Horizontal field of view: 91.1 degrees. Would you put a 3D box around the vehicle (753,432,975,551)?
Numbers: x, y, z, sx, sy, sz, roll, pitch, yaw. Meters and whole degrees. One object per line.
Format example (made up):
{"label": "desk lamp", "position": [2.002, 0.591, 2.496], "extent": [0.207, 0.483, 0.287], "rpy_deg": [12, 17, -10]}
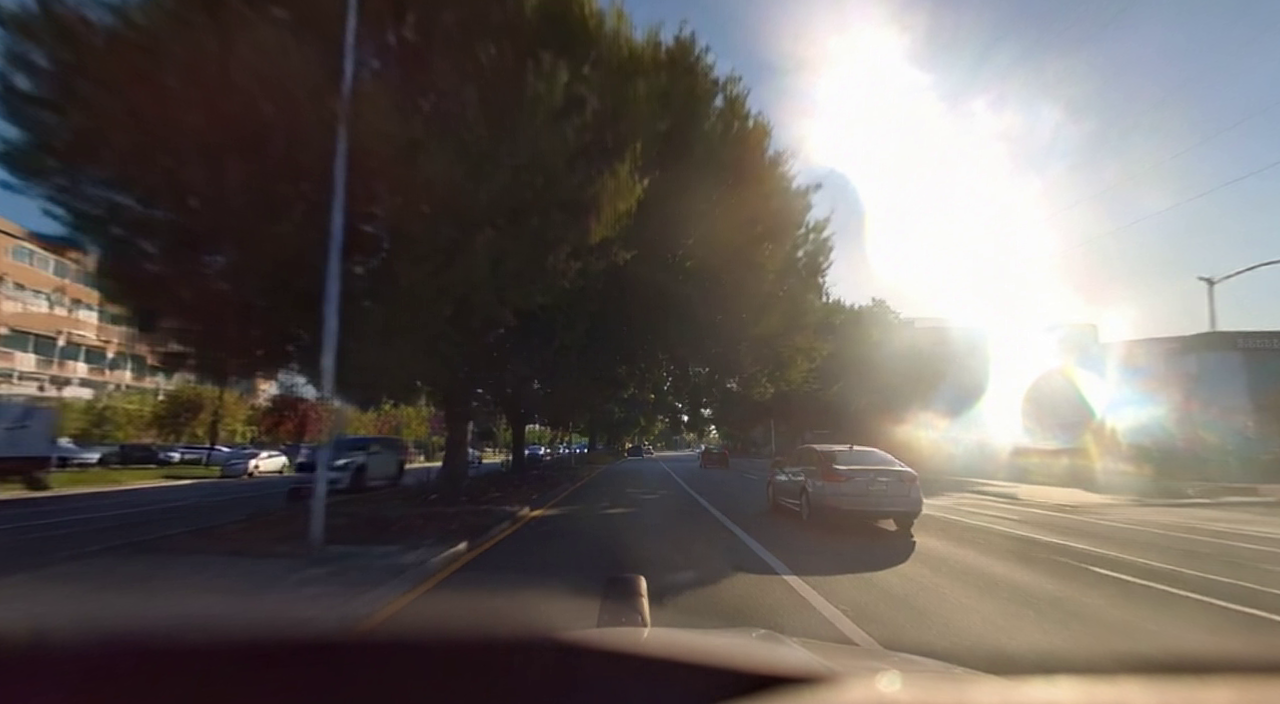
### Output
{"label": "vehicle", "position": [3.262, 2.113, 10.272], "extent": [1.935, 1.501, 4.384], "rpy_deg": [0, -9, -1]}

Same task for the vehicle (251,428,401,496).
{"label": "vehicle", "position": [-9.075, 3.215, 18.749], "extent": [1.953, 1.753, 4.843], "rpy_deg": [0, -9, 0]}

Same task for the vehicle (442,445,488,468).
{"label": "vehicle", "position": [-12.174, 7.310, 44.039], "extent": [1.878, 1.470, 4.477], "rpy_deg": [0, -8, 1]}

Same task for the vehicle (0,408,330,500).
{"label": "vehicle", "position": [-18.485, 4.202, 26.490], "extent": [2.964, 2.641, 15.868], "rpy_deg": [-2, -9, 0]}

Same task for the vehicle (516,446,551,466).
{"label": "vehicle", "position": [-8.340, 8.145, 49.392], "extent": [1.926, 1.509, 4.303], "rpy_deg": [0, -9, 1]}
